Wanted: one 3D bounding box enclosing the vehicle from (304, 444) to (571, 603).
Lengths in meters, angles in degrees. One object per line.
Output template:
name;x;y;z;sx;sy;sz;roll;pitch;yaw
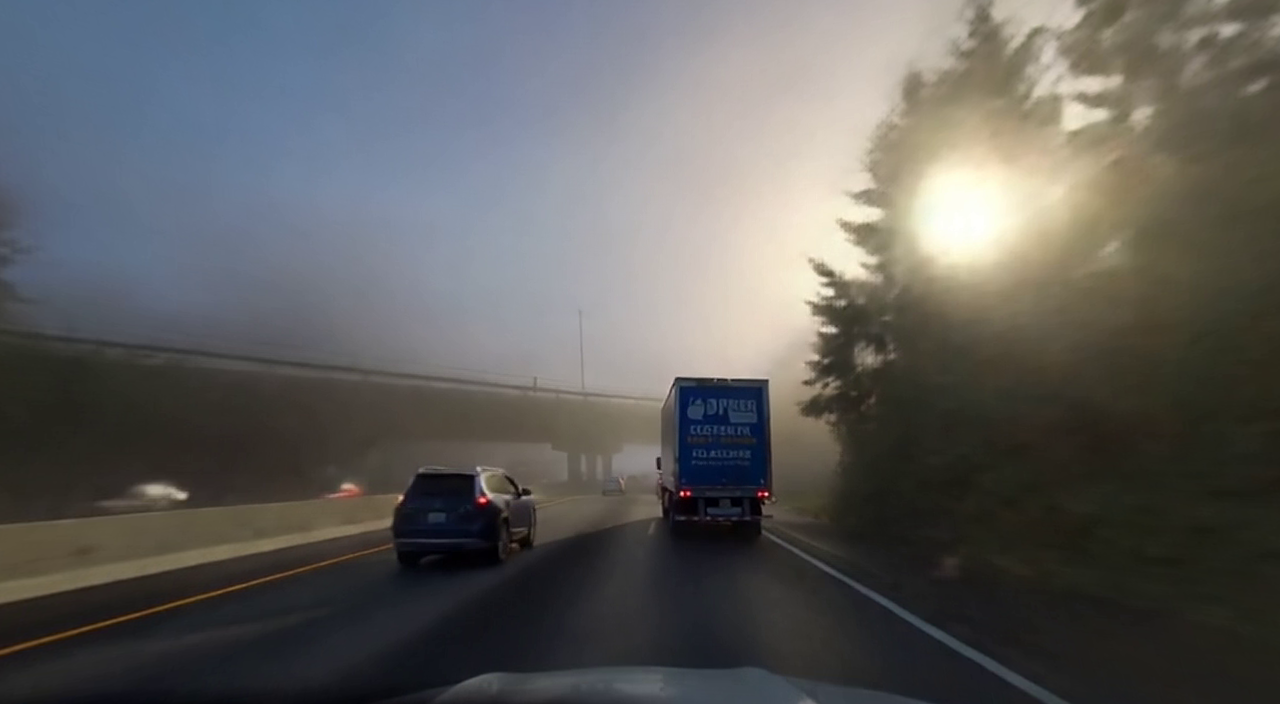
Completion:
vehicle;-2.461;2.298;9.284;2.124;1.653;4.857;0;-10;2

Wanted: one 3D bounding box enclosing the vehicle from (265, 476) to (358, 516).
vehicle;-14.986;6.566;29.058;1.905;1.629;4.146;0;-10;1

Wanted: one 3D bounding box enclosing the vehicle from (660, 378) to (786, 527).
vehicle;2.298;3.453;21.149;2.980;3.834;9.423;1;-10;0

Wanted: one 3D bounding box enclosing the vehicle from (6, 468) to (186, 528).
vehicle;-19.923;5.319;23.489;2.137;1.935;4.886;0;-10;2
